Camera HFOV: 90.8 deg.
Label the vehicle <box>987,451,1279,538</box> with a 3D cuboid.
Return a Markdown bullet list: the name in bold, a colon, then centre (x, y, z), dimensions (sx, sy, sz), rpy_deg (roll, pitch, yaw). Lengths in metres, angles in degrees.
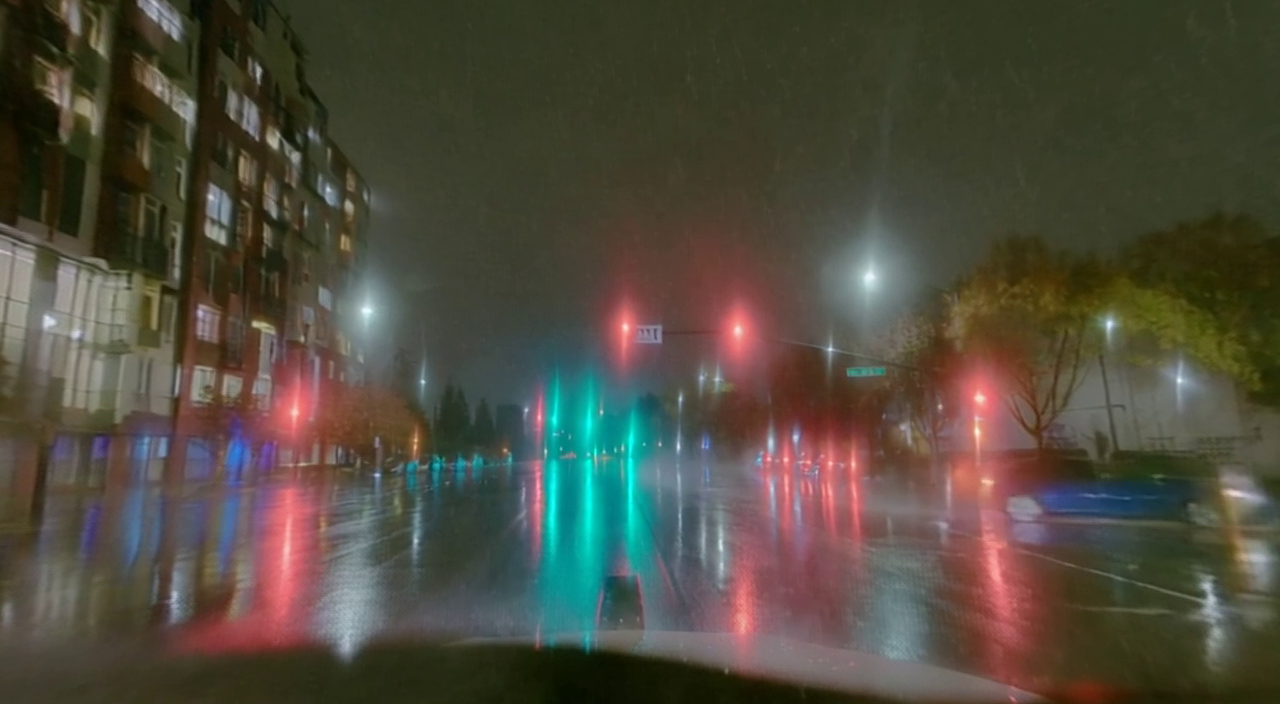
- **vehicle**: centre (9.977, 2.776, 12.943), dimensions (4.683, 1.460, 1.933), rpy_deg (-7, -11, 38)

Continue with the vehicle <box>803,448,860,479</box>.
- **vehicle**: centre (12.667, 7.373, 42.180), dimensions (2.181, 1.876, 4.723), rpy_deg (0, -8, -2)

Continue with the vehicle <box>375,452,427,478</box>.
- **vehicle**: centre (-16.910, 7.994, 44.837), dimensions (2.075, 1.708, 4.335), rpy_deg (0, -8, -2)
